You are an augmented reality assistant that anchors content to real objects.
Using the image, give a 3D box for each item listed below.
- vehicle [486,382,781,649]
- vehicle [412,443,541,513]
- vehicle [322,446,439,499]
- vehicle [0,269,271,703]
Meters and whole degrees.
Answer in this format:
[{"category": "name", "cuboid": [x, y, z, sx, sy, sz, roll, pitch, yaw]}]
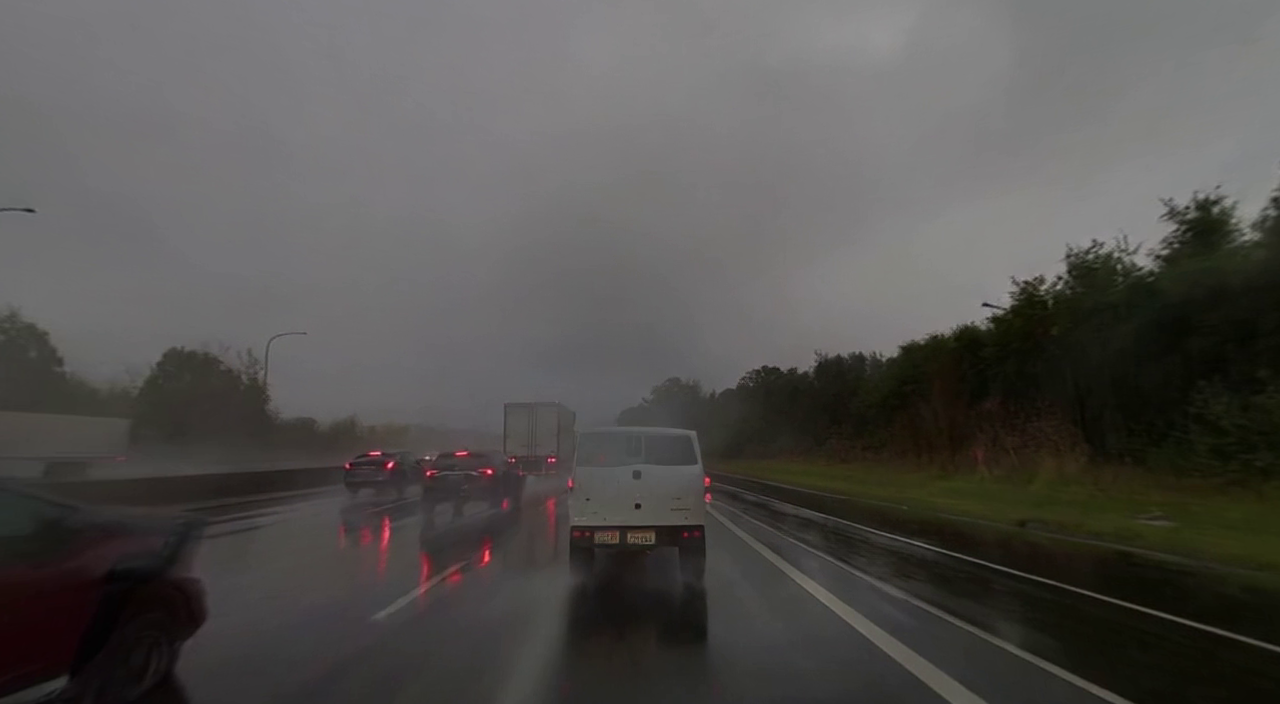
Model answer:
[{"category": "vehicle", "cuboid": [-0.081, 1.368, 6.073, 1.995, 1.798, 3.380, 0, -9, -1]}, {"category": "vehicle", "cuboid": [-3.888, 3.071, 15.887, 1.986, 1.501, 4.407, -1, -9, 1]}, {"category": "vehicle", "cuboid": [-8.227, 3.840, 20.548, 1.874, 1.470, 4.576, 0, -9, 0]}, {"category": "vehicle", "cuboid": [-3.923, 0.656, 2.462, 2.055, 2.144, 4.782, 0, -9, -1]}]
